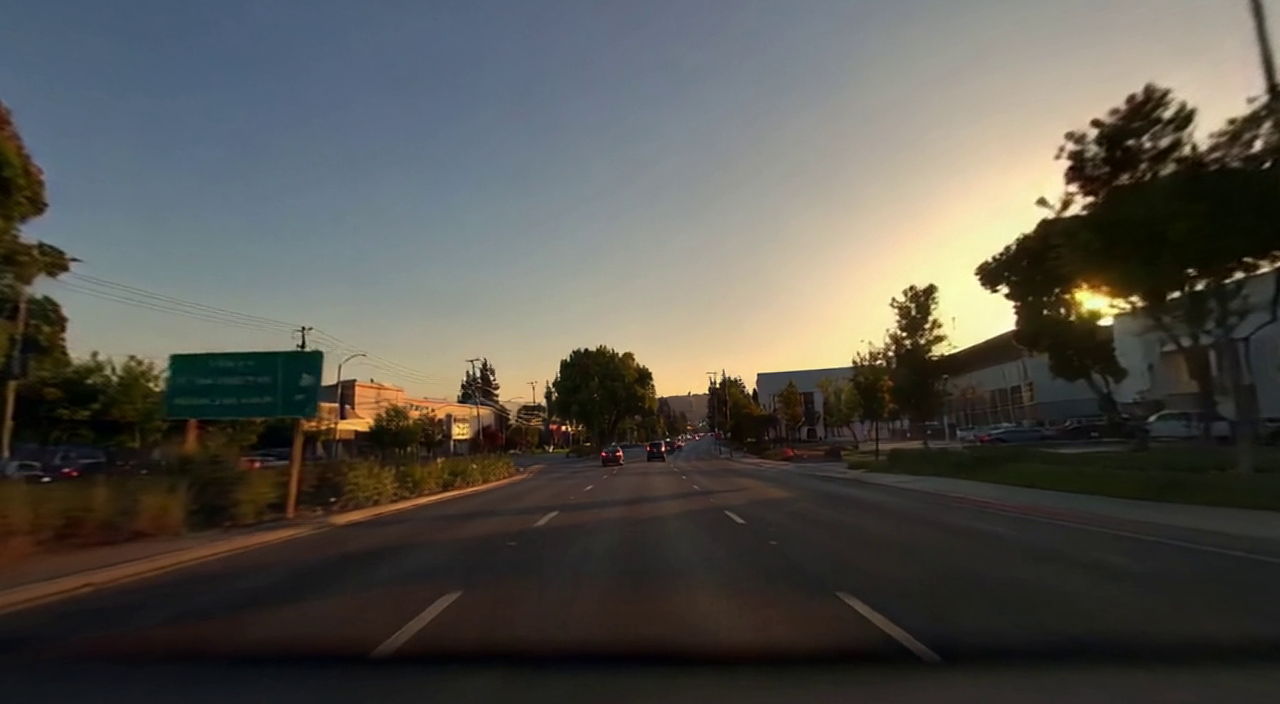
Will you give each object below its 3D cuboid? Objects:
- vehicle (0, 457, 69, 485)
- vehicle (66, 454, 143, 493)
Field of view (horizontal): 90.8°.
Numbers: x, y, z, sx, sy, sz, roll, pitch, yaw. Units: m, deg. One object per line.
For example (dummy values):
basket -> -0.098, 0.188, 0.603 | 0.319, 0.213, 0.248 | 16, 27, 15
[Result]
vehicle -> -44.343, 8.624, 45.581 | 5.265, 1.768, 2.045 | -5, -9, 15
vehicle -> -29.899, 6.830, 35.481 | 1.950, 1.961, 4.927 | 4, -12, -25
